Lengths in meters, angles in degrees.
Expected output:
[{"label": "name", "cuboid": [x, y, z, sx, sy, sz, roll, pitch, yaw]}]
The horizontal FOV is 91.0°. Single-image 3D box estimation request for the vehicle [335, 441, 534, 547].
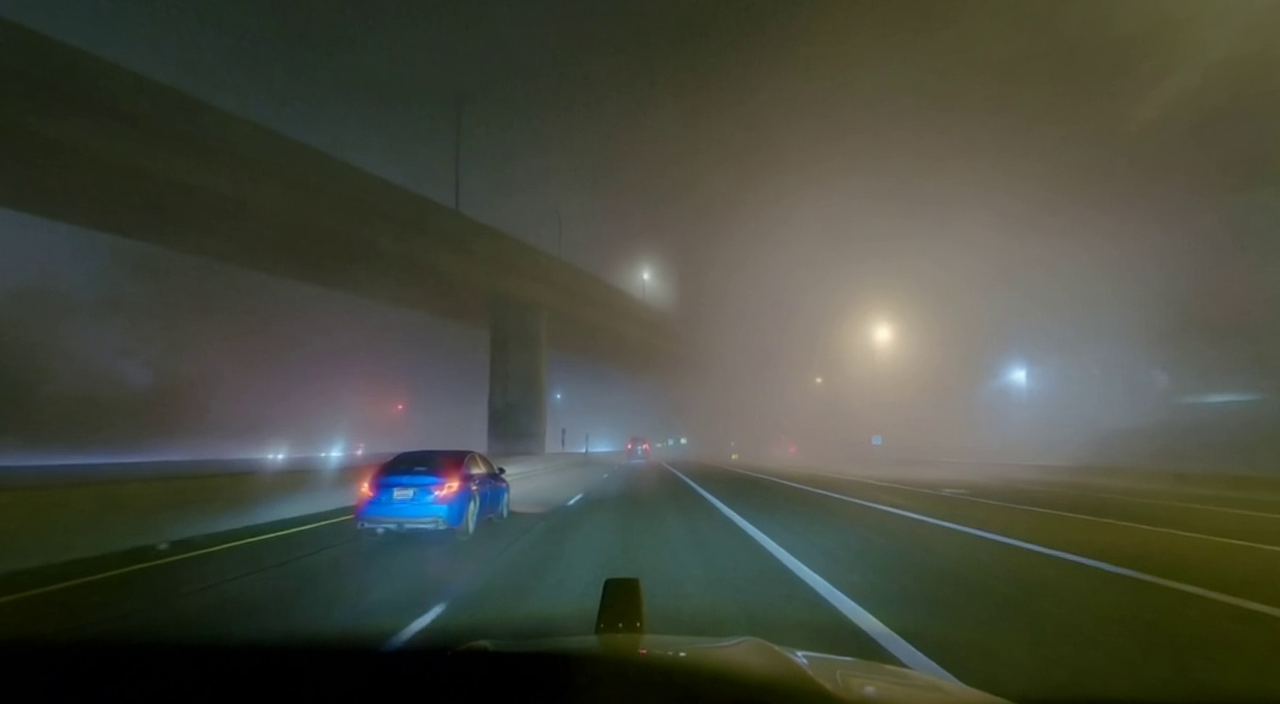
[{"label": "vehicle", "cuboid": [-3.268, 2.329, 11.062, 2.044, 1.478, 4.114, 0, -9, 1]}]
